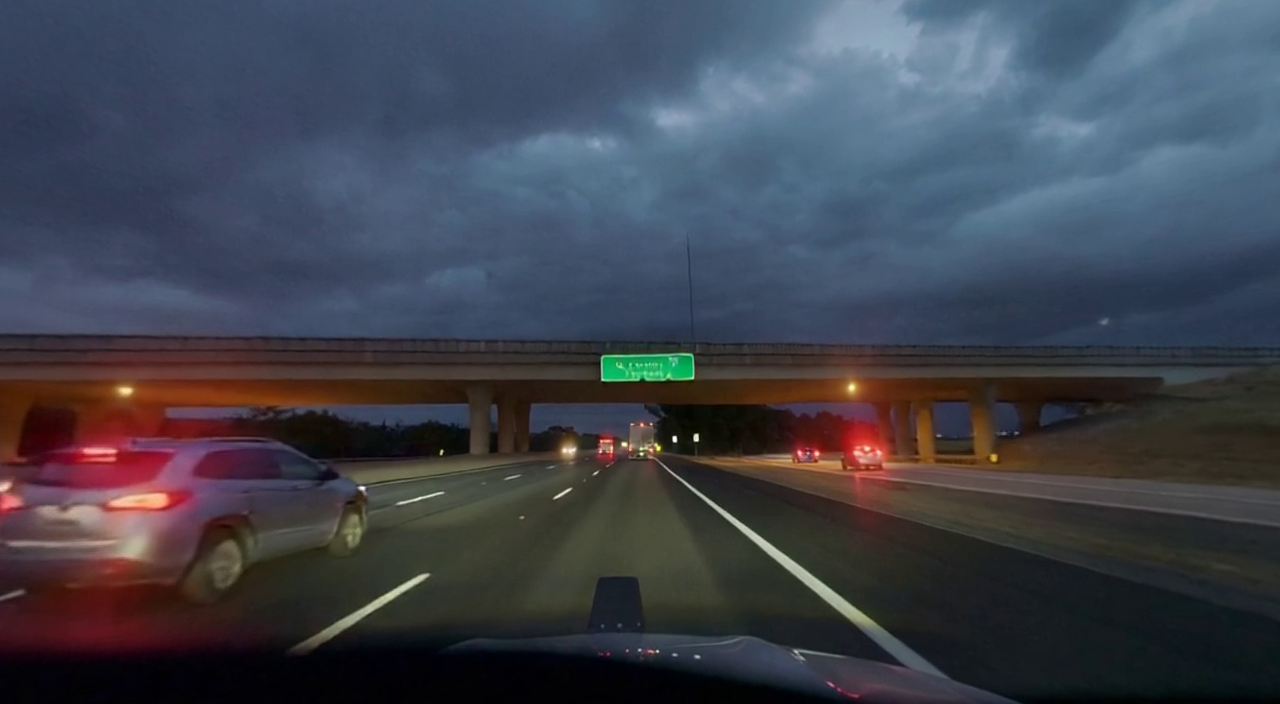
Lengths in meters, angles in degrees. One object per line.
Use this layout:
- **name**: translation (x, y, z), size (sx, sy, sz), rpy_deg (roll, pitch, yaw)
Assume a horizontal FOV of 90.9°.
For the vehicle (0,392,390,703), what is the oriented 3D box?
- **vehicle**: translation (-4.401, 1.388, 5.630), size (2.235, 1.593, 5.077), rpy_deg (0, -9, 0)
